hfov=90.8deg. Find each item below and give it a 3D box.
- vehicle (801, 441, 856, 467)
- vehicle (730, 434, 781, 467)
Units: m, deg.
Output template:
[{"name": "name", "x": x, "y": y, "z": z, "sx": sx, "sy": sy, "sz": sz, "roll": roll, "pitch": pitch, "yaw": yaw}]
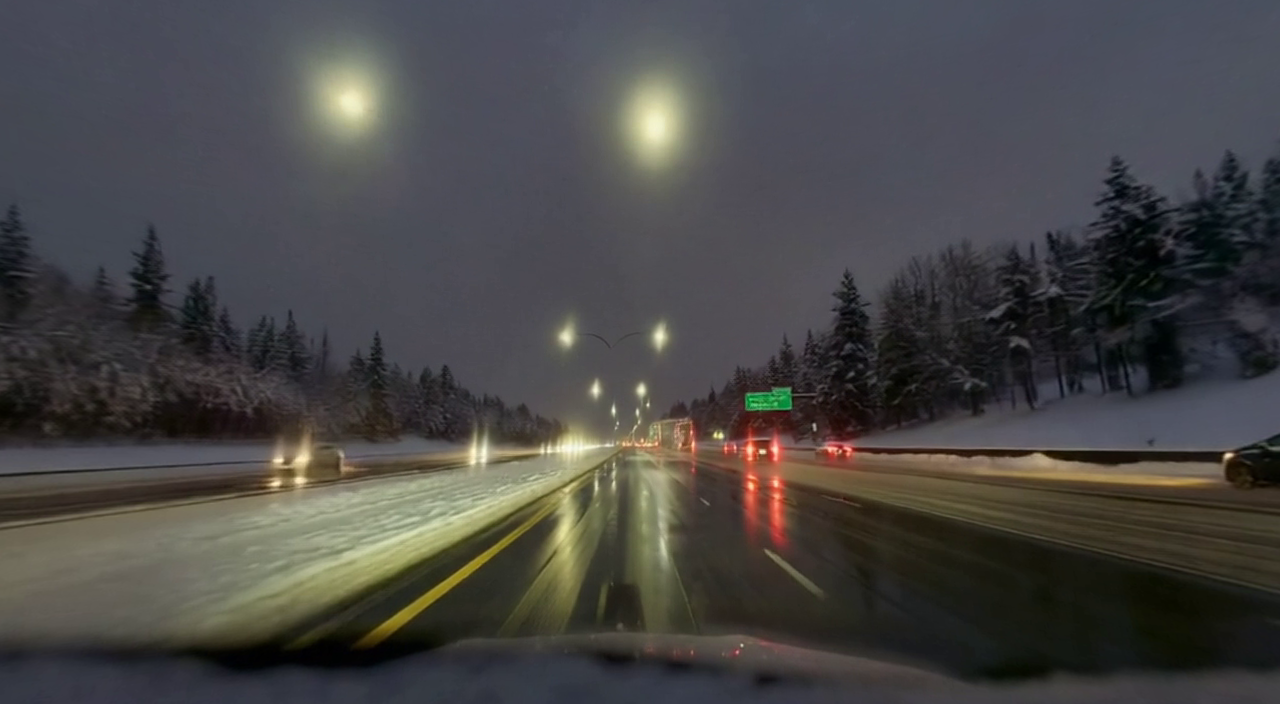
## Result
[{"name": "vehicle", "x": 11.211, "y": 6.092, "z": 37.834, "sx": 1.931, "sy": 1.479, "sz": 4.183, "roll": 0, "pitch": -8, "yaw": -1}, {"name": "vehicle", "x": 6.777, "y": 5.862, "z": 37.580, "sx": 2.098, "sy": 1.820, "sz": 4.505, "roll": 0, "pitch": -8, "yaw": -2}]
